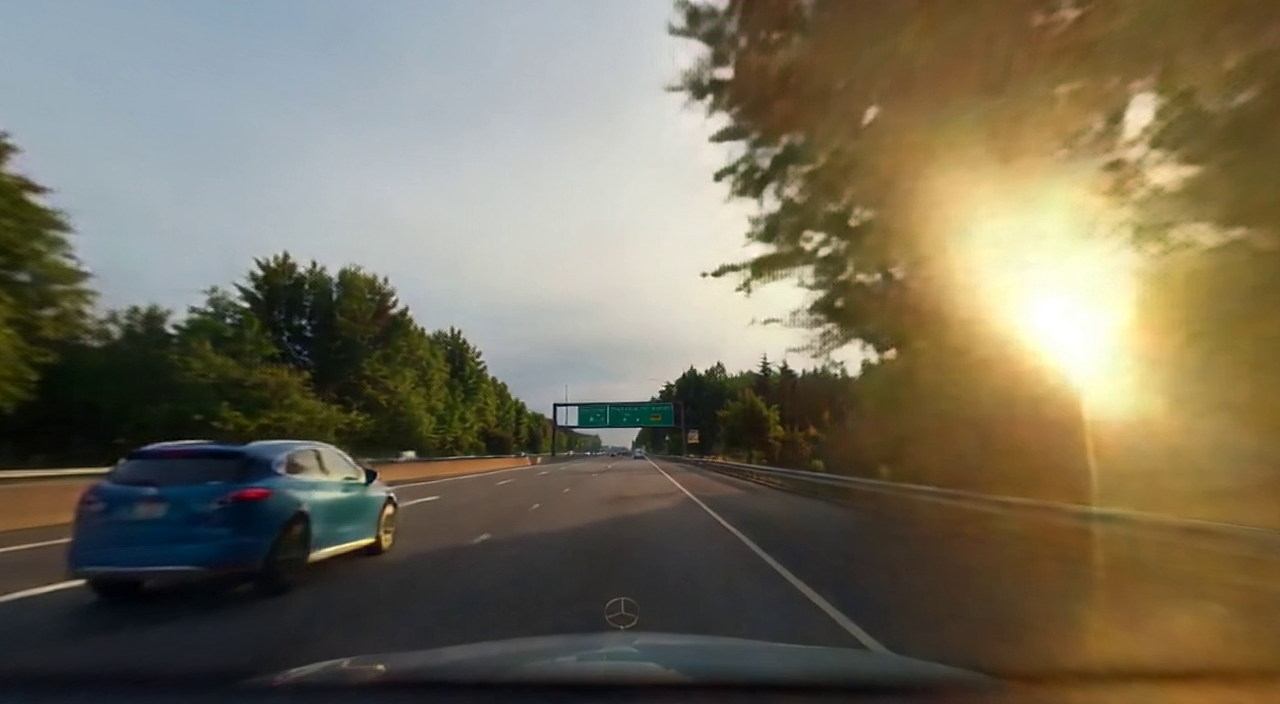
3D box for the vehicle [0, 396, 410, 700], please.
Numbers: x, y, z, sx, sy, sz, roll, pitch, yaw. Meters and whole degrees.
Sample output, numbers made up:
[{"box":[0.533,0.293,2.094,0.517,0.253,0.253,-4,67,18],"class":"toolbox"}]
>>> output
[{"box":[-3.926,1.399,5.613,2.104,1.626,4.283,0,-9,0],"class":"vehicle"}]
